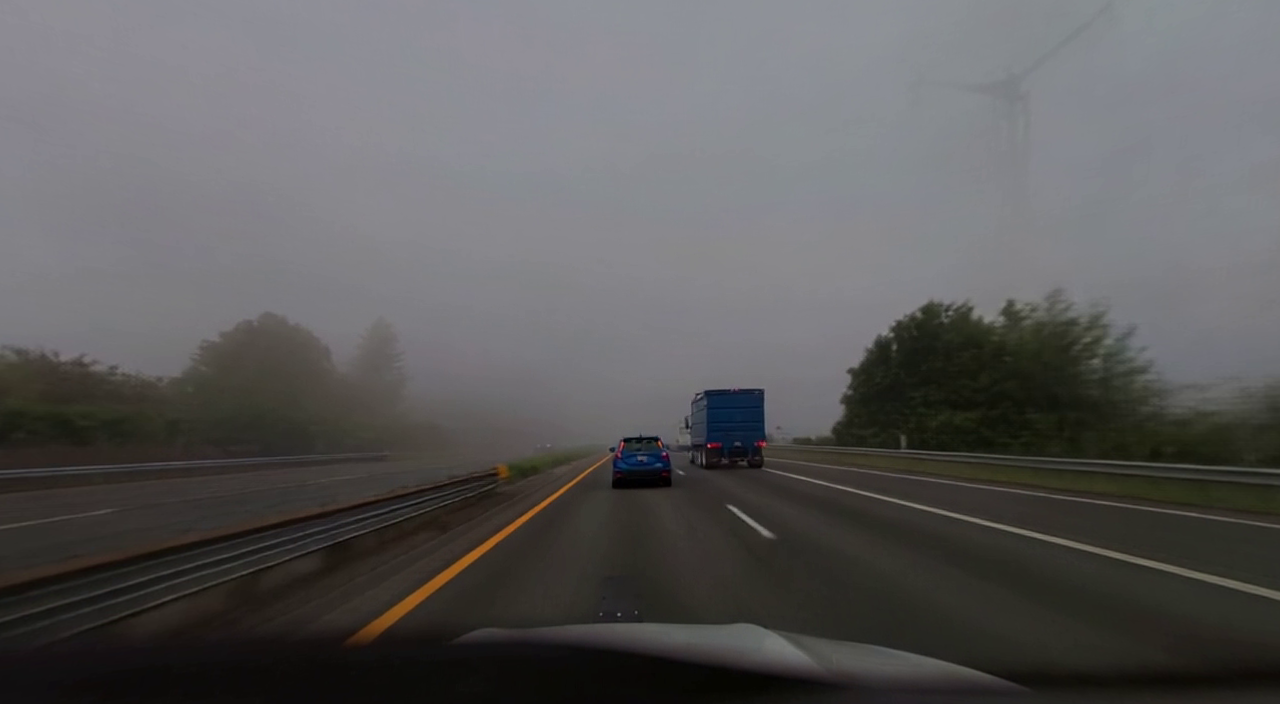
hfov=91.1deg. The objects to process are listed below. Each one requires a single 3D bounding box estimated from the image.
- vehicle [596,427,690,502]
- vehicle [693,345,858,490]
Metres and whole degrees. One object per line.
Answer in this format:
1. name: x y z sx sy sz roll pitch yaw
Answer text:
1. vehicle: 0.042 2.733 15.844 2.038 1.624 4.312 0 -8 -1
2. vehicle: 4.453 2.811 25.344 3.129 4.126 14.913 0 -8 -1
